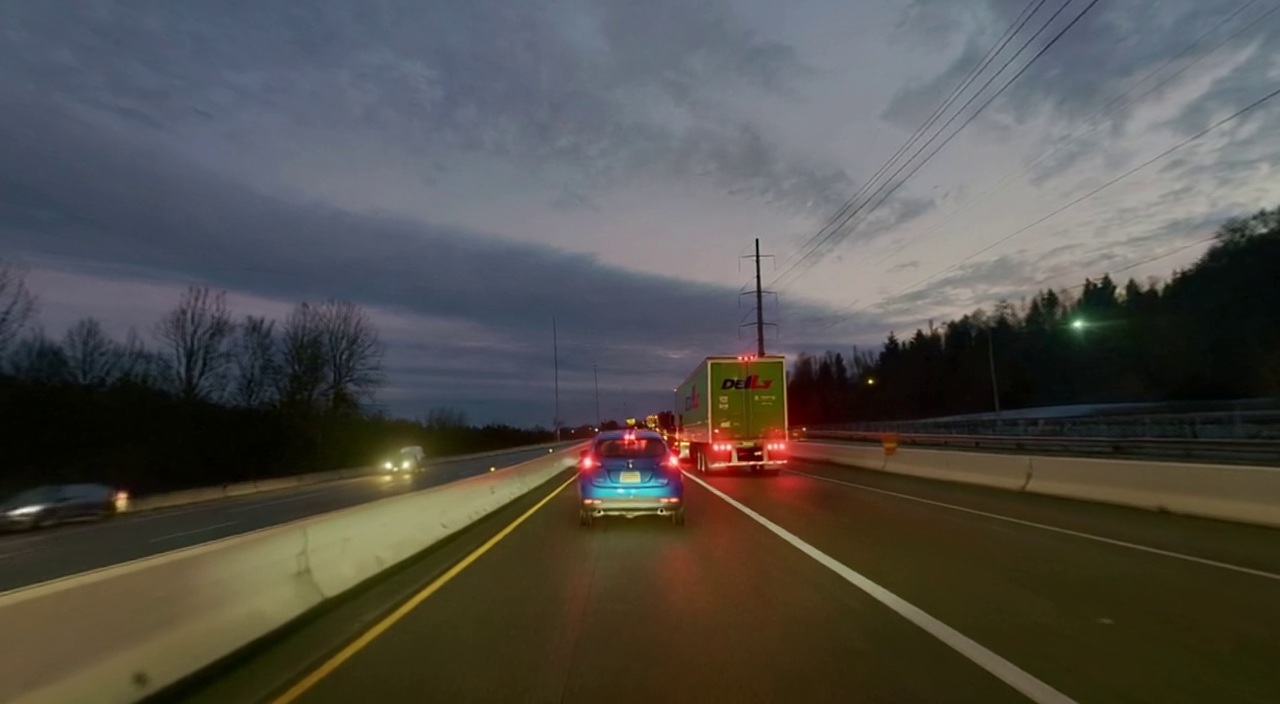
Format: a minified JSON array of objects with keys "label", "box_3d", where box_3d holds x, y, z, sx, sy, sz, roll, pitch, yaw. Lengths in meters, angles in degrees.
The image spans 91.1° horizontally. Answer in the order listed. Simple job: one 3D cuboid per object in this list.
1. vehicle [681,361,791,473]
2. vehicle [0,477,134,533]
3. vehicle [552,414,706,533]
[{"label":"vehicle","box_3d":[3.600,2.827,26.217,2.835,3.872,8.916,0,-8,-2]},{"label":"vehicle","box_3d":[-19.655,5.106,21.351,1.794,1.463,3.891,0,-8,-4]},{"label":"vehicle","box_3d":[-0.185,1.903,10.455,2.062,1.581,3.914,0,-8,-1]}]
